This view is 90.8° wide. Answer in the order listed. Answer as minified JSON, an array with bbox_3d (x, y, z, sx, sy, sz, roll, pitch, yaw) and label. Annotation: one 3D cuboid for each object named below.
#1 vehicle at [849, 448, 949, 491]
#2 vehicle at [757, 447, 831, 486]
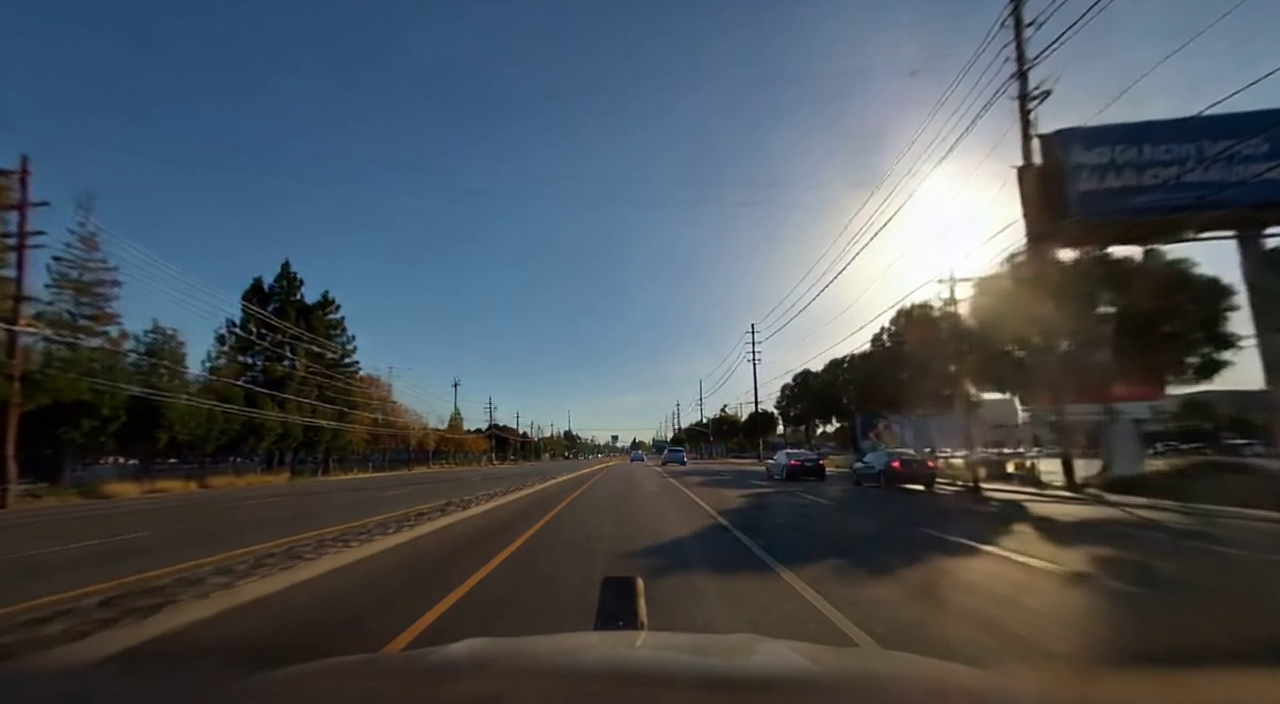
[{"bbox_3d":[9.838,4.456,24.462,1.874,1.482,4.545,0,-8,-1],"label":"vehicle"},{"bbox_3d":[6.251,4.680,26.160,1.882,1.476,4.344,0,-8,-1],"label":"vehicle"}]
